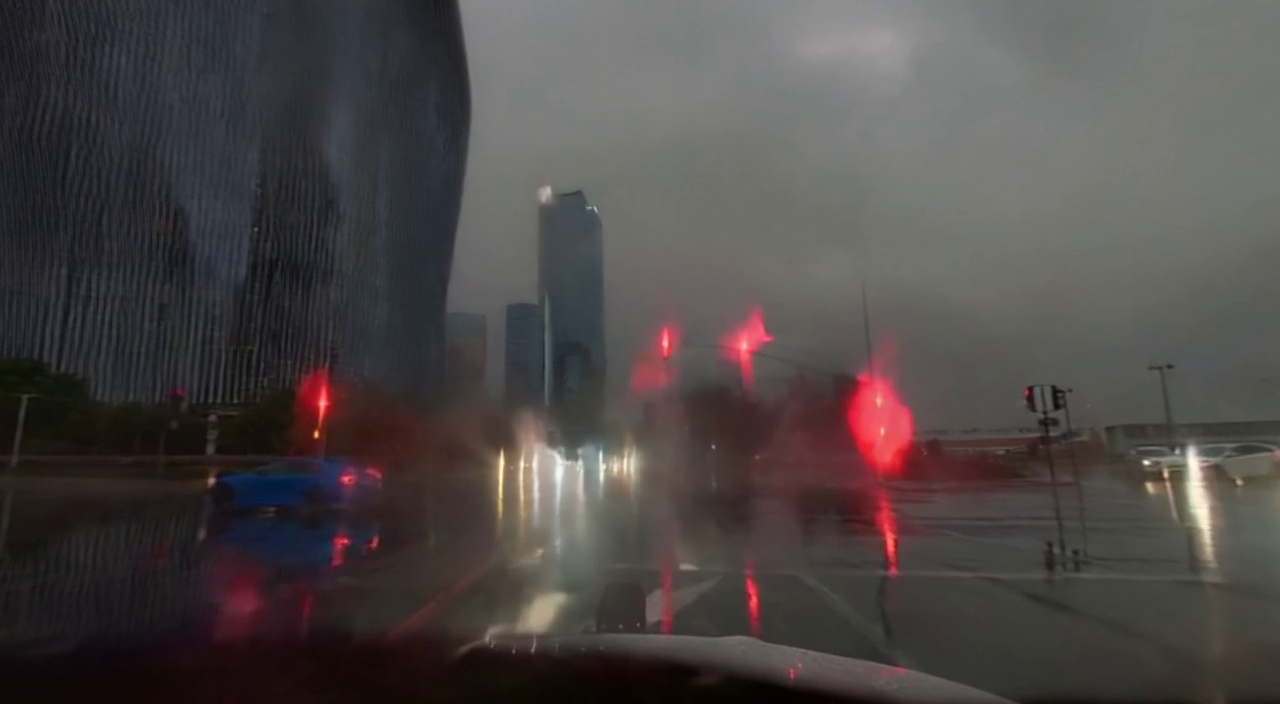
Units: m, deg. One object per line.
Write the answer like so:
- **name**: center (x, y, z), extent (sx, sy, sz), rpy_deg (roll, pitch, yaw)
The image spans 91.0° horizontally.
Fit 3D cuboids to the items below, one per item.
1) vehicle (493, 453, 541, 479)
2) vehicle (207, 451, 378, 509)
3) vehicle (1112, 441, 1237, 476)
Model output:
- **vehicle**: center (-7.947, 7.390, 41.177), extent (2.113, 1.535, 4.504), rpy_deg (0, -9, 2)
- **vehicle**: center (-10.262, 3.715, 18.680), extent (4.197, 1.525, 2.014), rpy_deg (-3, -9, 18)
- **vehicle**: center (24.647, 4.929, 29.310), extent (2.021, 1.484, 4.454), rpy_deg (0, -9, 3)
